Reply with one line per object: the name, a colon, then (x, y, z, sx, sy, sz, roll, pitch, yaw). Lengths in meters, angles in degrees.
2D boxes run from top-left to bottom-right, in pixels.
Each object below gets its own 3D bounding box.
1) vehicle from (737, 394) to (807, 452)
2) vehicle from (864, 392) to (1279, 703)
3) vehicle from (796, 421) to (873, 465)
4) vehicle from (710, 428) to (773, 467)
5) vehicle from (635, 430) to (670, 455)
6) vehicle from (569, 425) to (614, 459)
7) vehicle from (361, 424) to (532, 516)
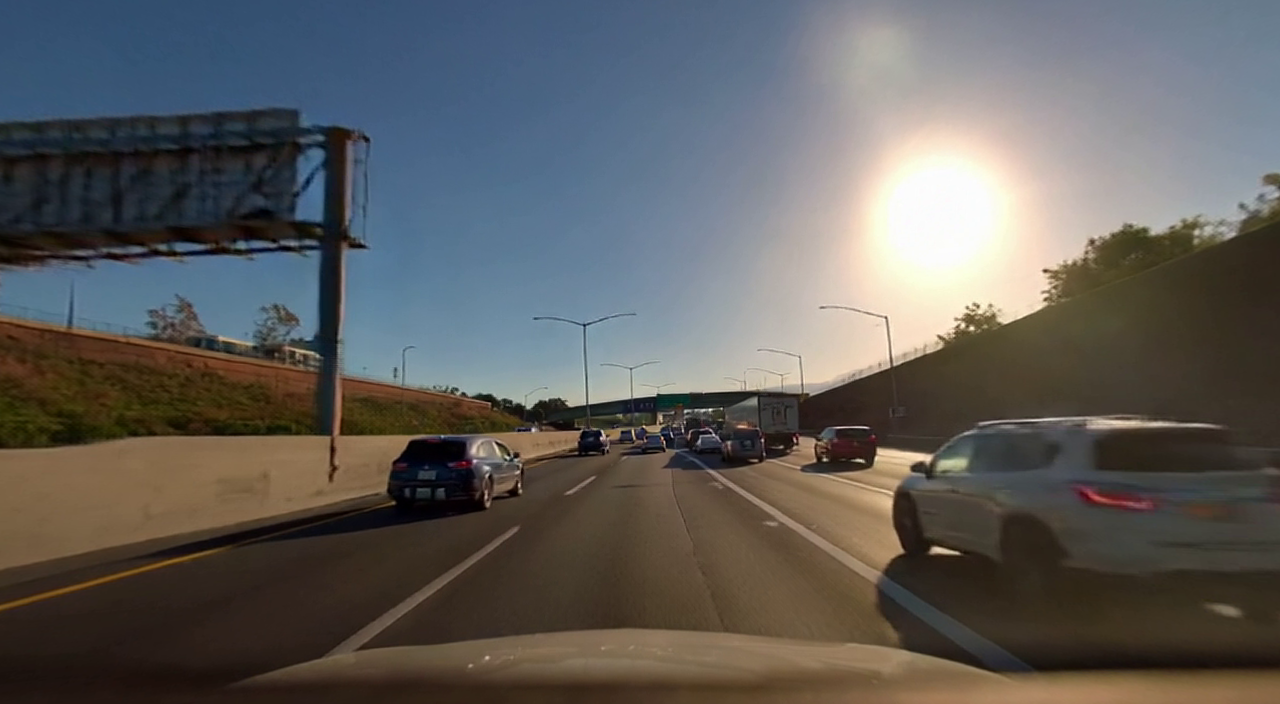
vehicle: (9.673, 5.627, 48.224, 3.007, 3.725, 13.835, -1, -8, 3)
vehicle: (3.461, 1.217, 4.915, 1.933, 1.492, 4.125, -1, -8, 1)
vehicle: (8.553, 4.078, 28.196, 2.072, 1.761, 4.461, -1, -8, 1)
vehicle: (4.241, 4.069, 27.002, 1.933, 1.503, 4.520, 0, -8, 0)
vehicle: (0.755, 5.614, 38.994, 2.040, 1.461, 3.984, -1, -8, 1)
vehicle: (-2.613, 4.967, 34.824, 2.006, 1.741, 4.277, -1, -8, 2)
vehicle: (-3.542, 2.243, 12.531, 1.914, 1.476, 4.416, -1, -8, 1)
